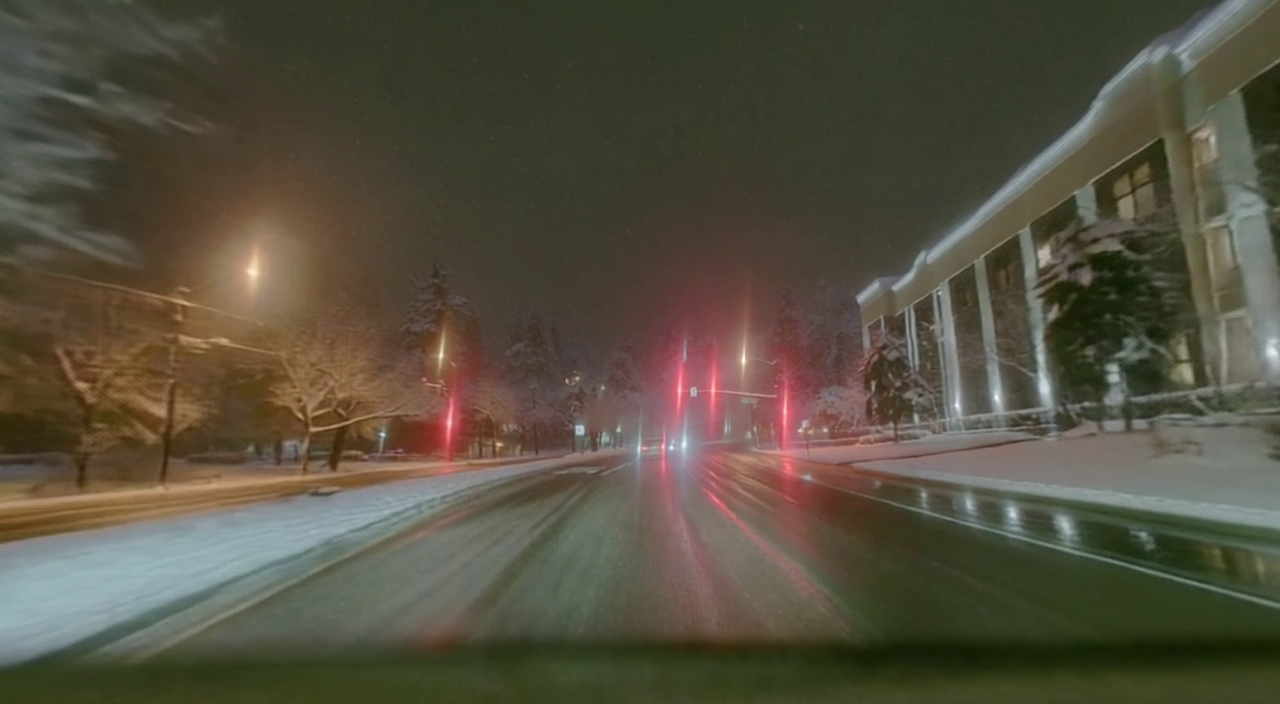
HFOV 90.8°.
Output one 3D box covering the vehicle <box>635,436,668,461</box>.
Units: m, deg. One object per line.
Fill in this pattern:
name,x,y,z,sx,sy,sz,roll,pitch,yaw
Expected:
vehicle,0.848,6.551,43.020,2.037,1.568,3.693,-1,-8,4
